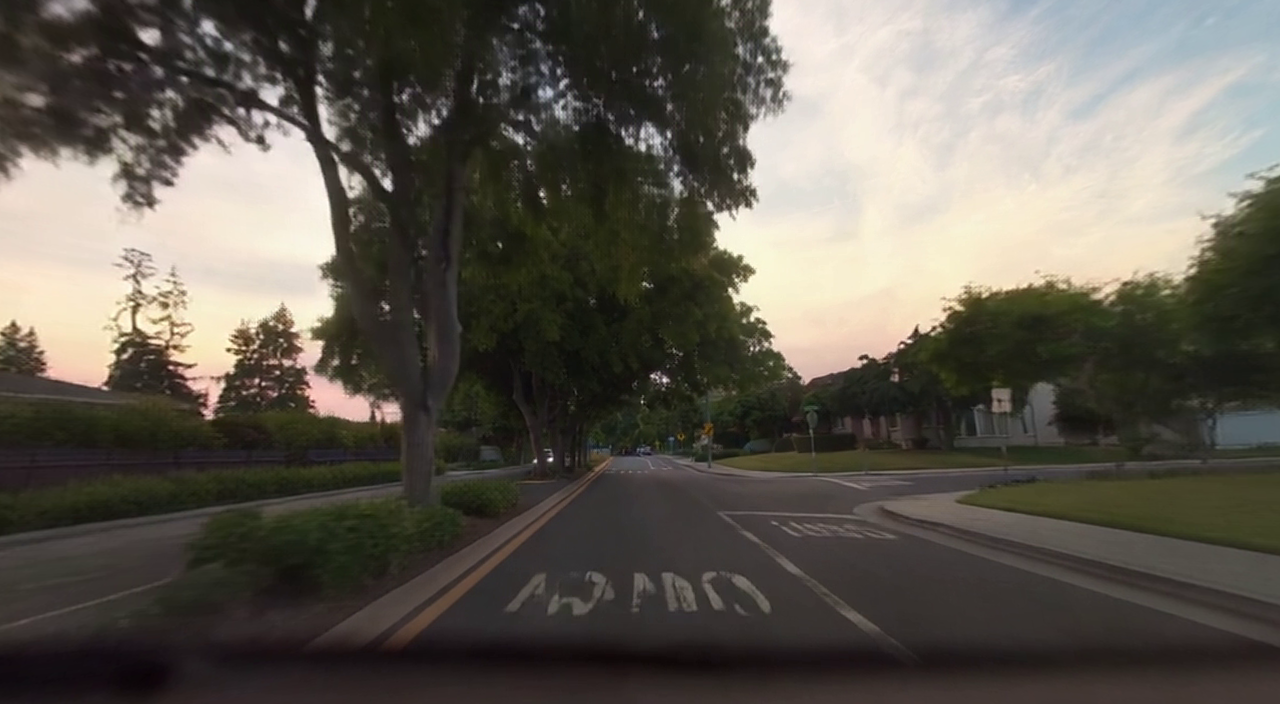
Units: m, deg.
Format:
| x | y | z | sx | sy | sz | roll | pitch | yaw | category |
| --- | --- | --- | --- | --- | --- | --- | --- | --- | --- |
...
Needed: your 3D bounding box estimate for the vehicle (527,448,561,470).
| x | y | z | sx | sy | sz | roll | pitch | yaw | category |
| --- | --- | --- | --- | --- | --- | --- | --- | --- | --- |
| -7.542 | 8.444 | 49.924 | 1.994 | 1.646 | 4.276 | 0 | -8 | 0 | vehicle |
